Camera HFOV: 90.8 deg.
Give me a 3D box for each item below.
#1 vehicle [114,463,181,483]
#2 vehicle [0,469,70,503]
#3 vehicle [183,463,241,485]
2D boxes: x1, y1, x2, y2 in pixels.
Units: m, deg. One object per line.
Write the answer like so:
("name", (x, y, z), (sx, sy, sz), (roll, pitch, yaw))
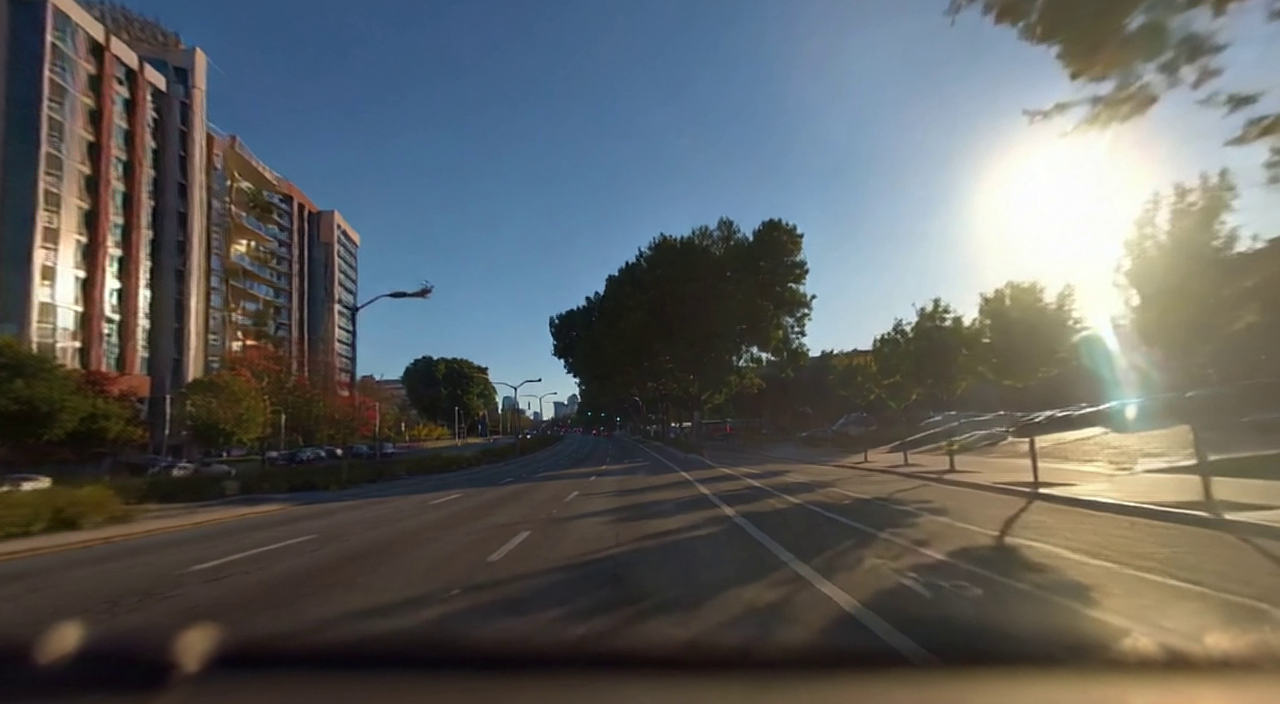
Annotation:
("vehicle", (-38.584, 9.474, 49.564), (3.676, 1.439, 2.028), (4, -9, -24))
("vehicle", (-32.940, 6.981, 33.066), (2.020, 1.552, 4.568), (0, -8, -2))
("vehicle", (-33.053, 9.439, 48.941), (1.743, 1.435, 4.183), (-3, -9, -2))
